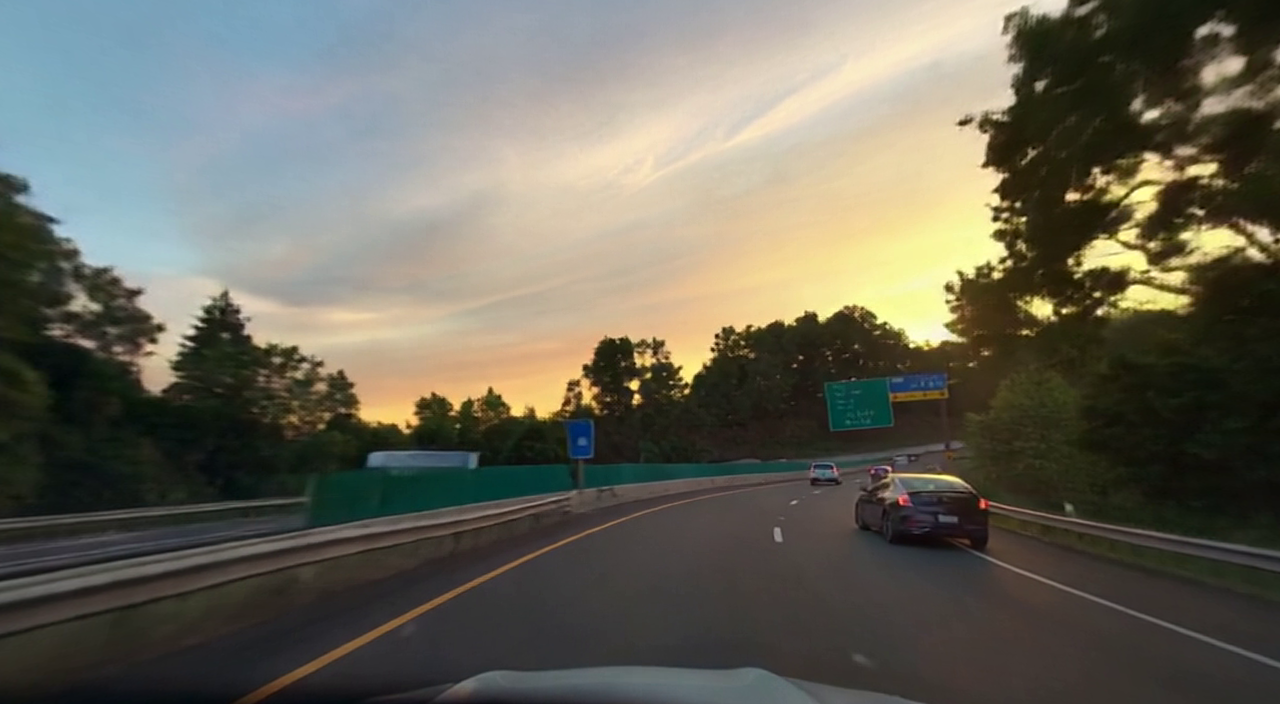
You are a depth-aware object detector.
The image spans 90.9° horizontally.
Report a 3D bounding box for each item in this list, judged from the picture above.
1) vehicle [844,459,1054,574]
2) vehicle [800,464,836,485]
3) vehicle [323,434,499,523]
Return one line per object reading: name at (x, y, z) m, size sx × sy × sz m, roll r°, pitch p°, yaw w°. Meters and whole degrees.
vehicle at (5.118, 2.751, 11.201) m, size 2.023 × 1.593 × 4.105 m, roll 0°, pitch -11°, yaw 7°
vehicle at (13.656, 9.347, 48.145) m, size 1.992 × 1.503 × 3.793 m, roll -4°, pitch -12°, yaw 25°
vehicle at (-11.388, 6.492, 32.847) m, size 2.909 × 3.910 × 9.340 m, roll -3°, pitch -11°, yaw 22°
